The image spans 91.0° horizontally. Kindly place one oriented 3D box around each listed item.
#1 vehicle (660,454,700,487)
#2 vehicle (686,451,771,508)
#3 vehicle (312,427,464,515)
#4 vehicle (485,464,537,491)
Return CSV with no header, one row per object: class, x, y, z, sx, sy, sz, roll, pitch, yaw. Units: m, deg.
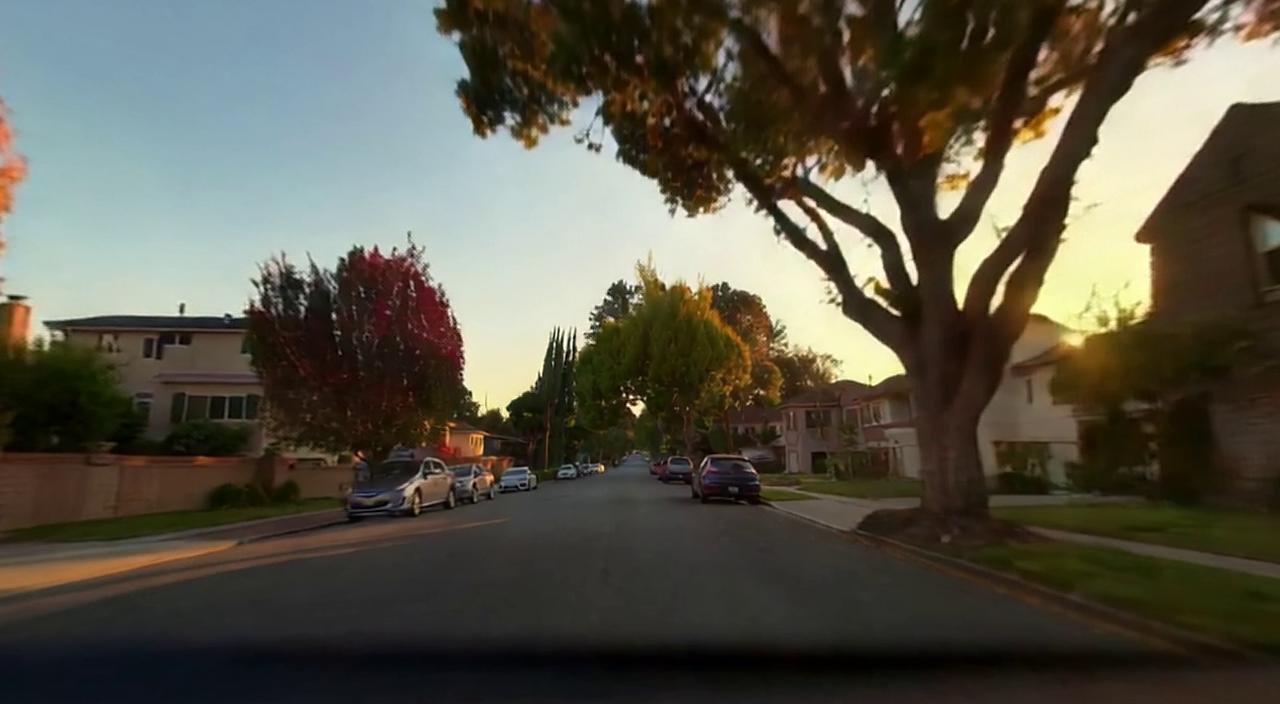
vehicle,2.494,7.590,40.554,2.262,1.870,4.948,0,-8,0
vehicle,2.800,4.151,21.025,2.050,1.598,4.590,0,-8,-1
vehicle,-7.266,3.752,19.066,2.408,2.201,5.646,-1,-14,-2
vehicle,-7.614,7.502,37.522,2.071,1.481,4.425,0,-11,1
